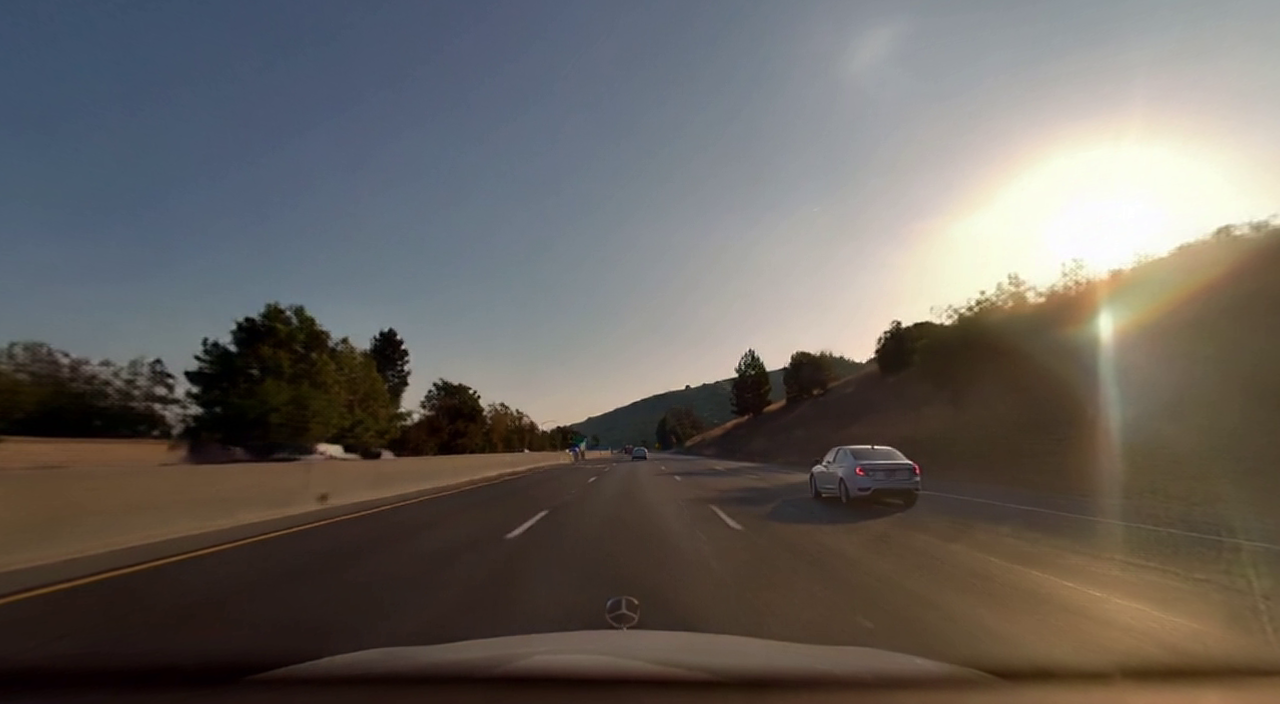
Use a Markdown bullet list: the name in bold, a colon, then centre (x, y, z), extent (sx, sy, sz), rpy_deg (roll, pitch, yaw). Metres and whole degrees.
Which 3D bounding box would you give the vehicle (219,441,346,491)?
- **vehicle**: centre (-14.419, 4.613, 25.844), extent (2.240, 1.833, 5.015), rpy_deg (0, -9, 0)

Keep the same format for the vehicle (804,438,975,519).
- **vehicle**: centre (5.223, 2.691, 13.941), extent (1.976, 1.495, 4.217), rpy_deg (0, -9, -1)
